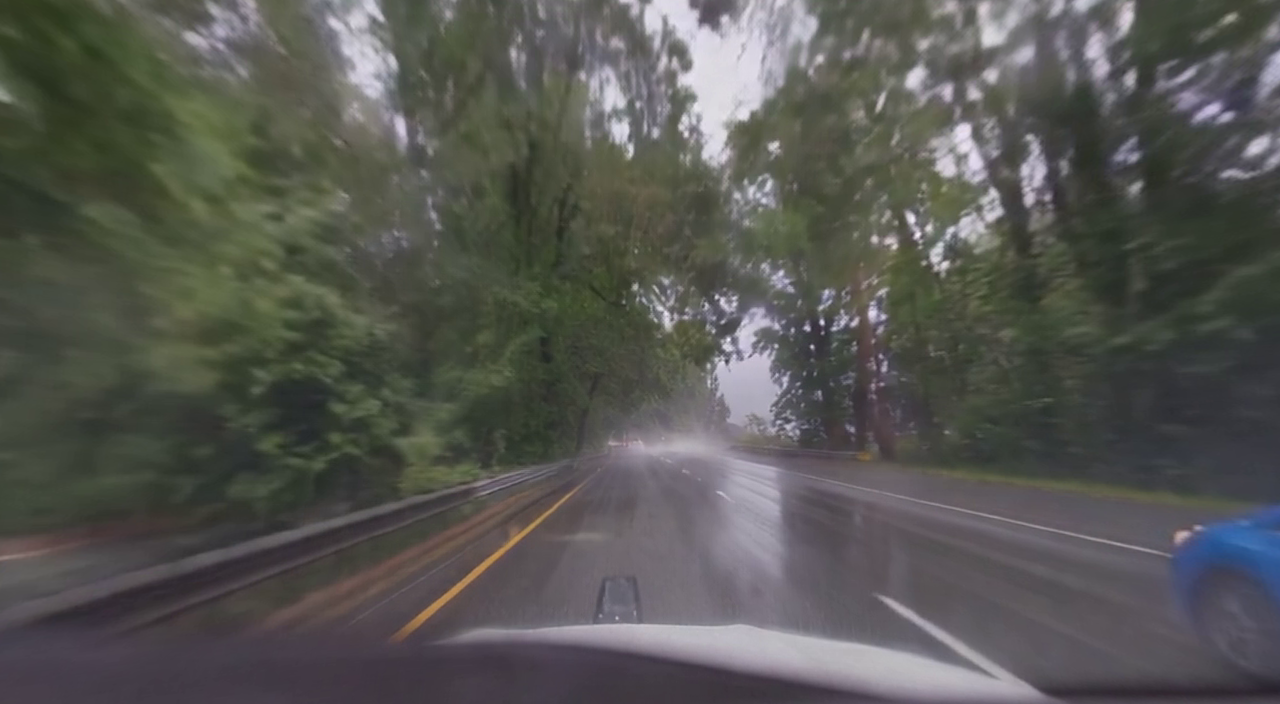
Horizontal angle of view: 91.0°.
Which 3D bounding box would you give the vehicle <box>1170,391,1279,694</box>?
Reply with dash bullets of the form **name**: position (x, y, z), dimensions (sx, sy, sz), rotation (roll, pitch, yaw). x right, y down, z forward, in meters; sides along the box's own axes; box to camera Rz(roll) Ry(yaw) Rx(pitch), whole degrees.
- **vehicle**: position (4.230, 0.707, 1.406), dimensions (1.905, 1.525, 4.719), rotation (0, -8, -1)
